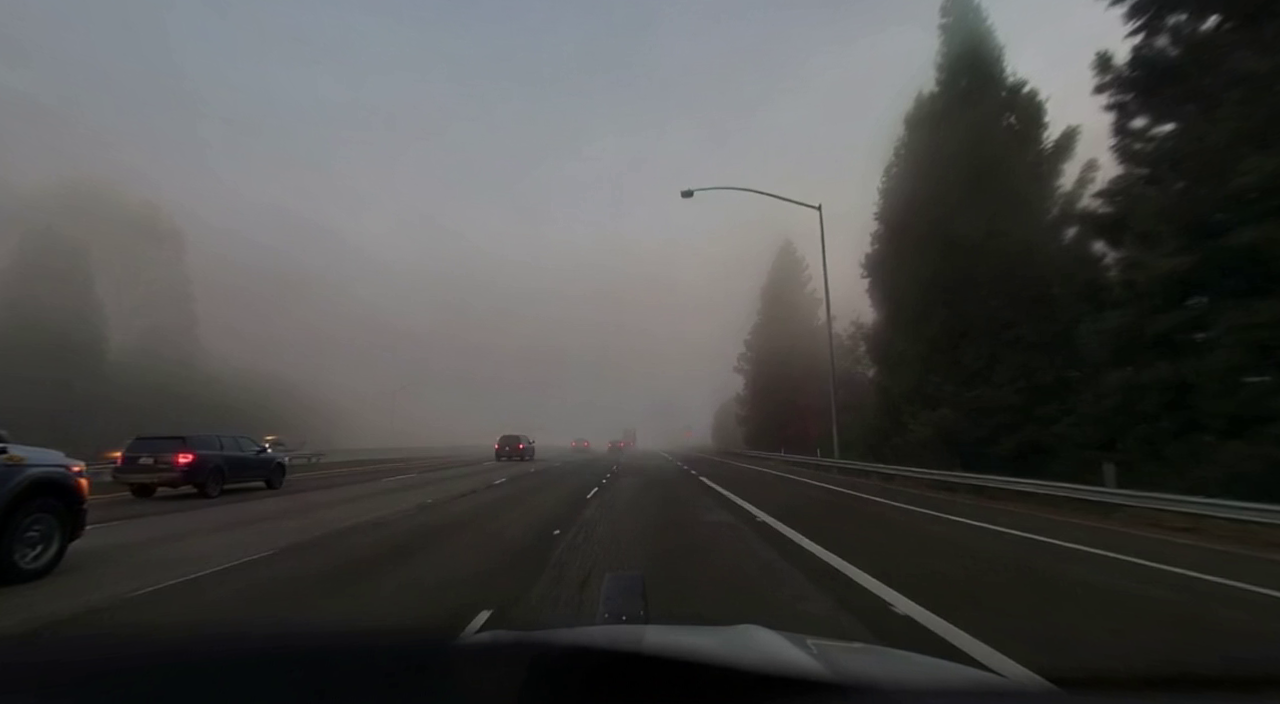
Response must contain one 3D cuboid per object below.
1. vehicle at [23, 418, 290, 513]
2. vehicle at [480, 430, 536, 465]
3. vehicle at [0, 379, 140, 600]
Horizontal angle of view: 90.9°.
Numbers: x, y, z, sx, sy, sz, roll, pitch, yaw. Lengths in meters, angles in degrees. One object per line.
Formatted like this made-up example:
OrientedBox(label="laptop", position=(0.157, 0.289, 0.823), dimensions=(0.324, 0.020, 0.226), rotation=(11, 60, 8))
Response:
OrientedBox(label="vehicle", position=(-9.824, 2.336, 13.440), dimensions=(2.060, 1.662, 4.469), rotation=(0, -8, 1))
OrientedBox(label="vehicle", position=(-6.880, 5.029, 33.313), dimensions=(2.009, 1.735, 4.358), rotation=(0, -8, 0))
OrientedBox(label="vehicle", position=(-6.401, 0.855, 3.307), dimensions=(2.403, 1.773, 6.276), rotation=(0, -8, 0))
